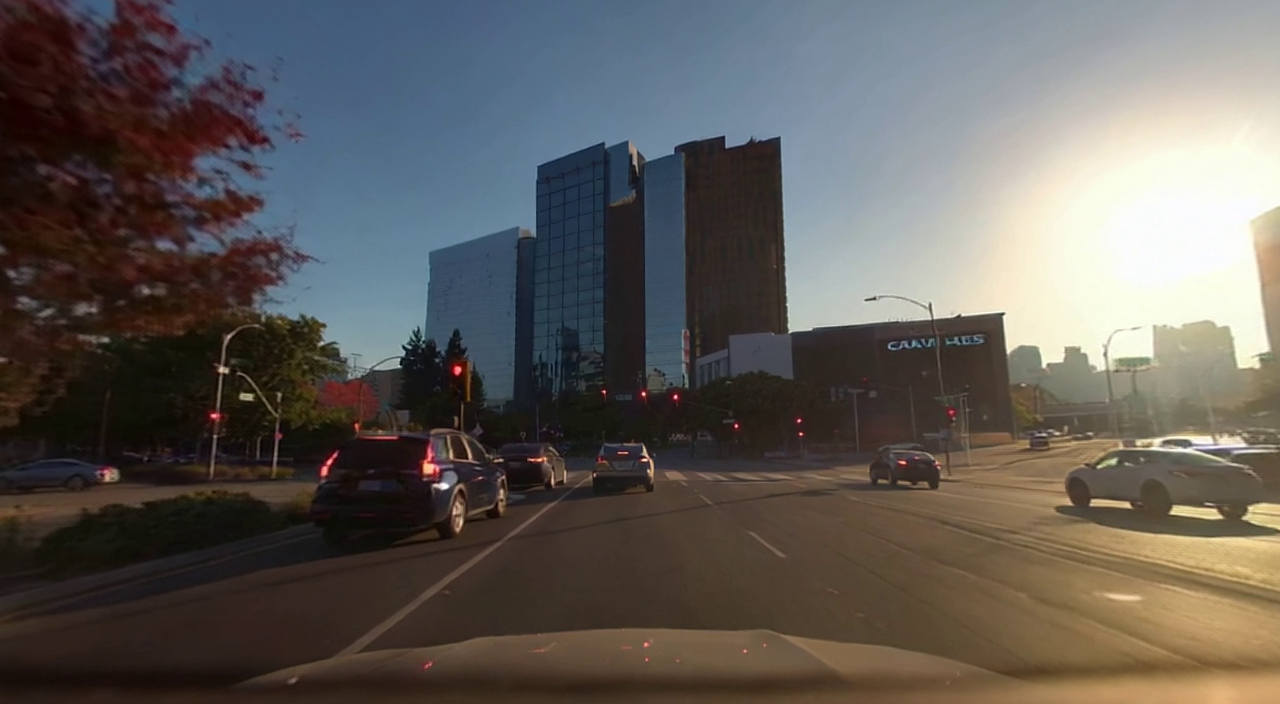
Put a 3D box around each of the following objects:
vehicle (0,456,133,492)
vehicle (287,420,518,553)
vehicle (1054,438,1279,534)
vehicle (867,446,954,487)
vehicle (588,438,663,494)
[{"bbox_3d":[-26.683,5.588,29.125,4.687,1.482,1.914,5,-10,-30],"label":"vehicle"},{"bbox_3d":[-3.499,2.075,10.475,2.057,1.678,4.639,0,-8,0],"label":"vehicle"},{"bbox_3d":[10.312,2.395,11.966,1.936,1.474,4.331,0,-8,0],"label":"vehicle"},{"bbox_3d":[11.149,4.721,26.326,1.935,1.435,4.141,3,-8,1],"label":"vehicle"},{"bbox_3d":[-0.442,3.414,19.250,2.059,1.477,3.988,0,-8,-1],"label":"vehicle"}]
